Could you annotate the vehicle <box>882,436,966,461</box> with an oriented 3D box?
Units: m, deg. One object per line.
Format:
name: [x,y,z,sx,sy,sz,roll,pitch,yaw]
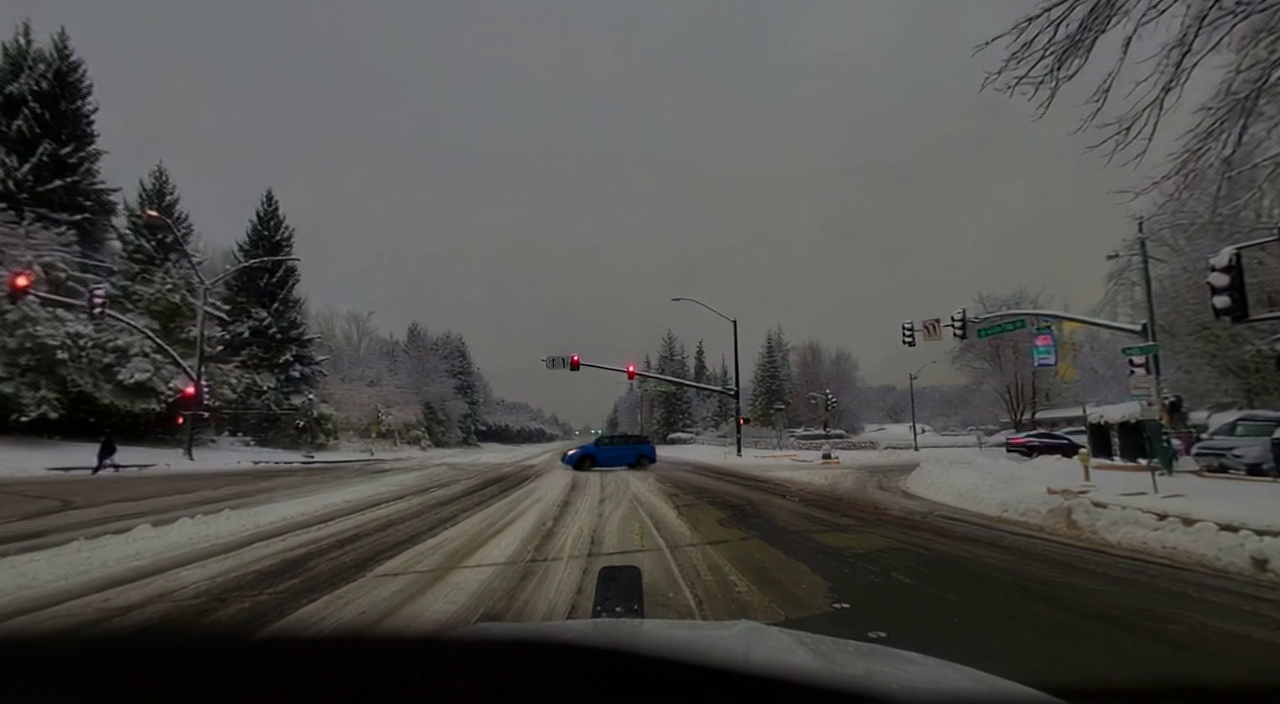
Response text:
vehicle: [18.717,6.334,41.636,5.234,1.549,1.982,4,-9,-24]

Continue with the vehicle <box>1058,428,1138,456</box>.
vehicle: [36.094,7.089,49.740,6.148,2.119,2.473,4,-10,-28]

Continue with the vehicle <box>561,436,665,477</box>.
vehicle: [-1.002,4.110,25.062,3.896,1.500,1.740,8,-12,-42]

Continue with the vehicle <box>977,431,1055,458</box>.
vehicle: [26.949,6.631,45.267,5.032,1.828,2.183,4,-9,-24]
